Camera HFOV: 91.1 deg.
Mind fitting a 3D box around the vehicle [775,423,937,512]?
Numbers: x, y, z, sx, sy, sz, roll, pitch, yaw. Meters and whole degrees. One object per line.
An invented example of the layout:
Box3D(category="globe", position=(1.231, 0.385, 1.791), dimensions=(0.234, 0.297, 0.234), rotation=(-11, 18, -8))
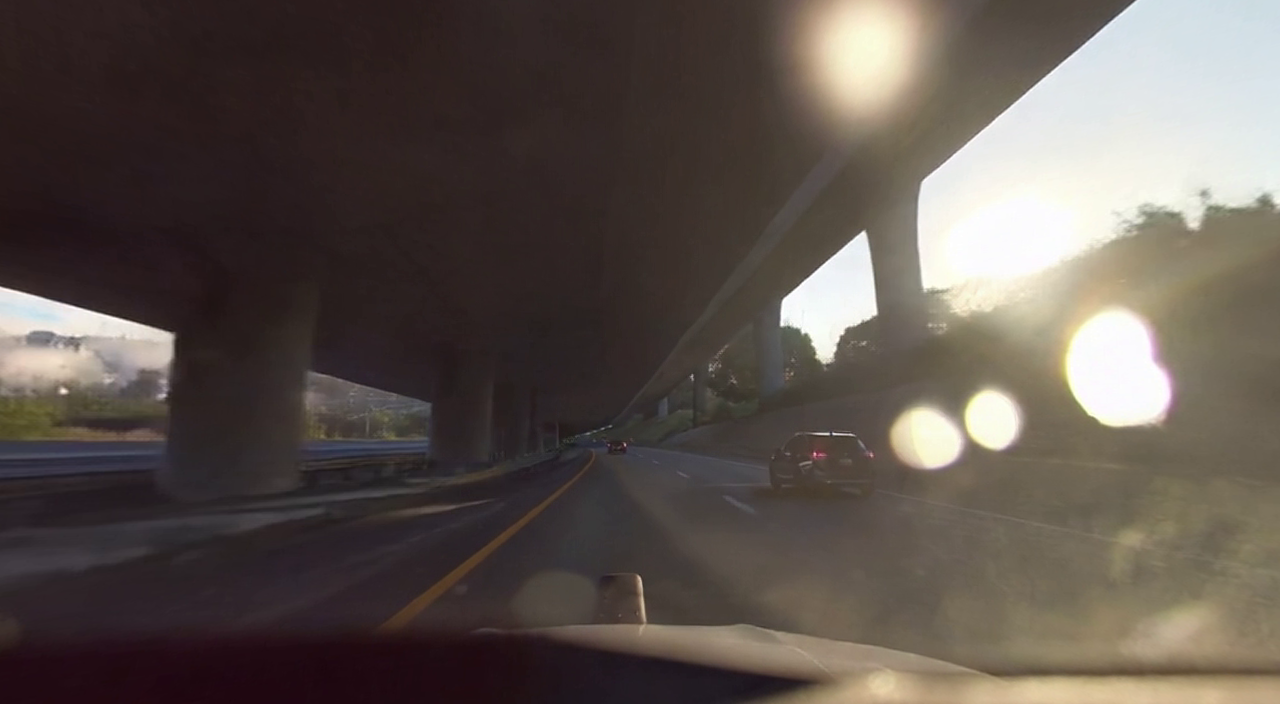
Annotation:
Box3D(category="vehicle", position=(4.110, 2.236, 12.652), dimensions=(1.852, 1.513, 3.652), rotation=(0, -8, -2))

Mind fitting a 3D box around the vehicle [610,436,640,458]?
Box3D(category="vehicle", position=(-1.107, 6.707, 44.648), dimensions=(1.998, 1.512, 3.735), rotation=(0, -8, -2))
